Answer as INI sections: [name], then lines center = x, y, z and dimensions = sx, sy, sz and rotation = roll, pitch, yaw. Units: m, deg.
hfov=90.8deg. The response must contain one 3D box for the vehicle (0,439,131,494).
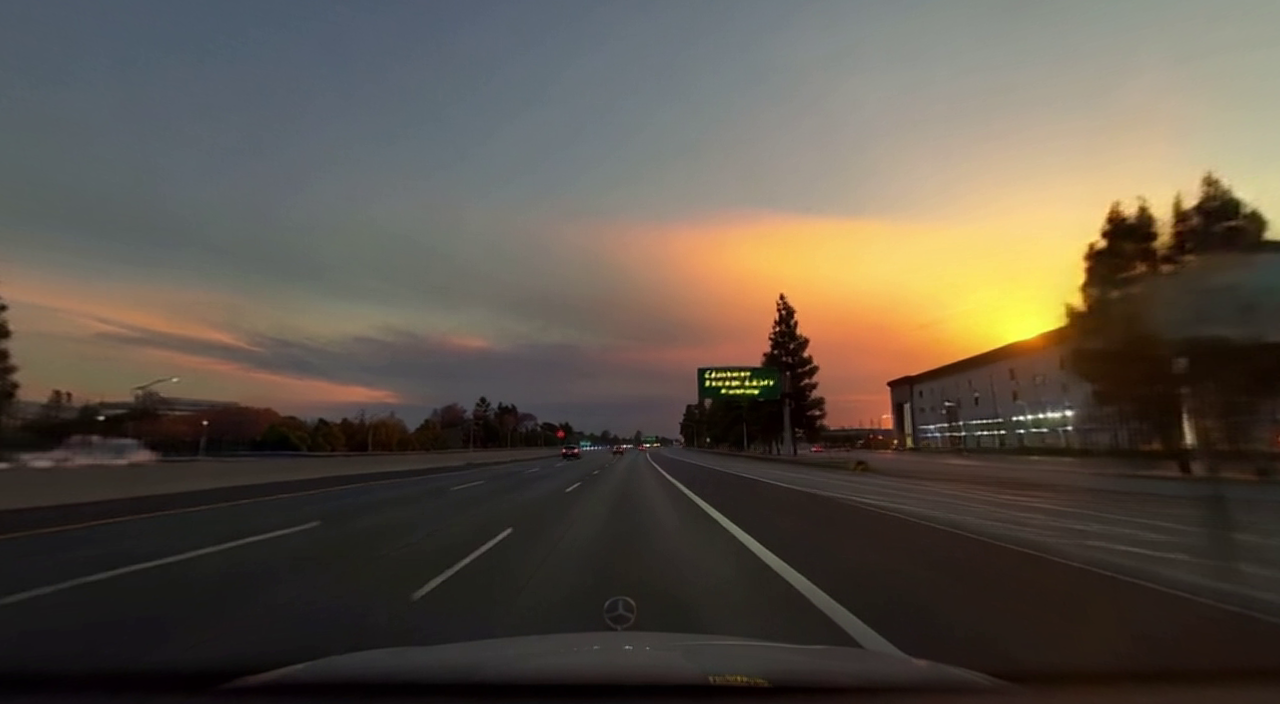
[vehicle]
center = -22.090, 4.167, 23.359
dimensions = 2.240, 1.796, 5.110
rotation = 0, -9, 0
